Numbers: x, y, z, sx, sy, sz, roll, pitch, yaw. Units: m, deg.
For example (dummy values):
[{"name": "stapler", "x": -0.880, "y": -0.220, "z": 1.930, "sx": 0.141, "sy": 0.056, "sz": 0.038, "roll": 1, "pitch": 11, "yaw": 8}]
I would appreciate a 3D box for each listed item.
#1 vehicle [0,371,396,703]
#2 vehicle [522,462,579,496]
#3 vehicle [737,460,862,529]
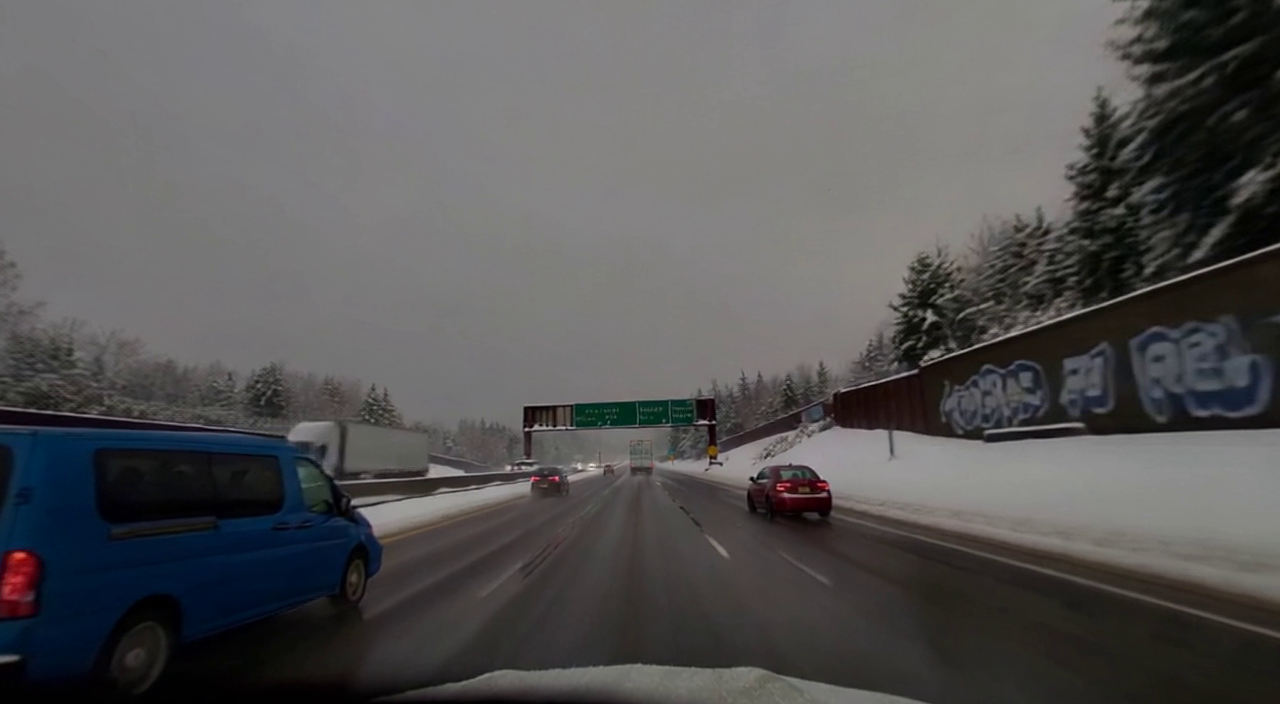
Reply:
[{"name": "vehicle", "x": -3.441, "y": 1.156, "z": 3.917, "sx": 2.004, "sy": 1.610, "sz": 4.508, "roll": 1, "pitch": -10, "yaw": 0}, {"name": "vehicle", "x": -4.126, "y": 5.941, "z": 29.666, "sx": 2.054, "sy": 1.443, "sz": 4.131, "roll": 1, "pitch": -10, "yaw": 0}, {"name": "vehicle", "x": 3.804, "y": 3.488, "z": 15.870, "sx": 1.917, "sy": 1.458, "sz": 4.199, "roll": 1, "pitch": -10, "yaw": -2}]
